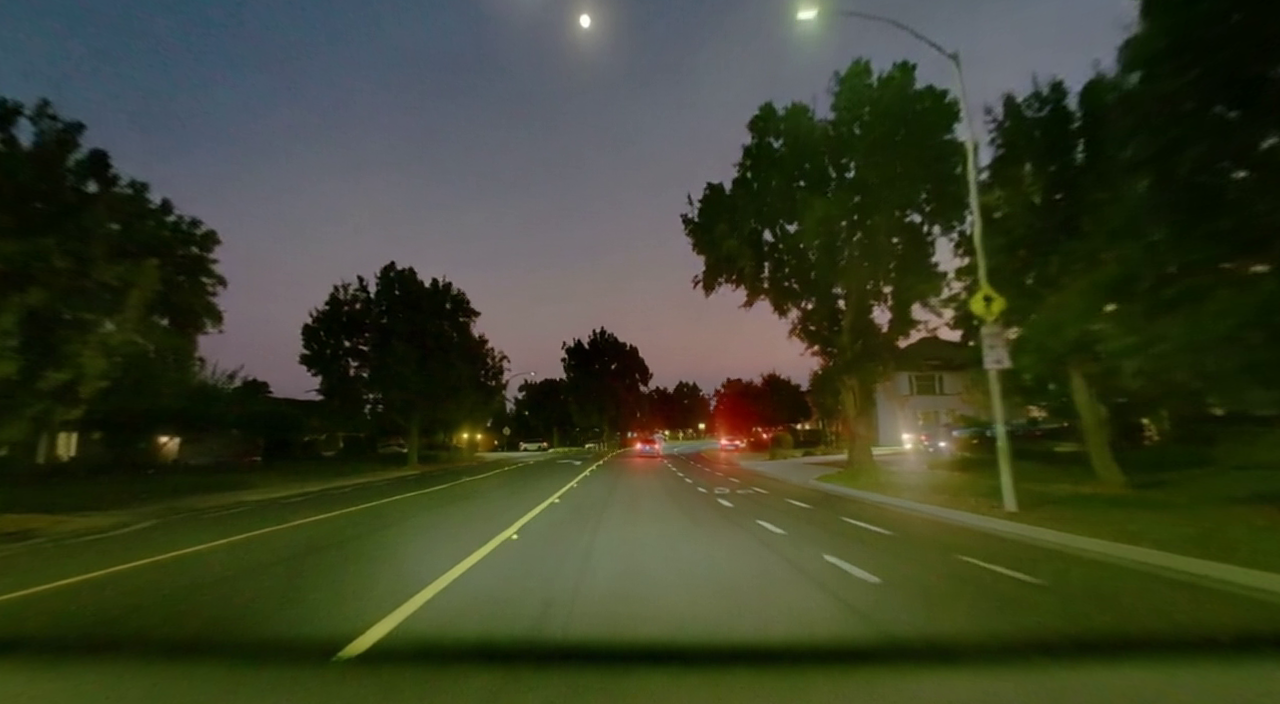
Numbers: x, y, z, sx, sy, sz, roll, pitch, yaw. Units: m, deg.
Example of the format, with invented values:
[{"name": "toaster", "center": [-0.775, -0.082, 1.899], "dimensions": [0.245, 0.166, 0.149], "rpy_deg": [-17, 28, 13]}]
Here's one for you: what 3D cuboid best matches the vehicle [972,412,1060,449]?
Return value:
[{"name": "vehicle", "center": [19.727, 4.188, 33.365], "dimensions": [1.924, 1.703, 4.254], "rpy_deg": [-3, -9, 0]}]
